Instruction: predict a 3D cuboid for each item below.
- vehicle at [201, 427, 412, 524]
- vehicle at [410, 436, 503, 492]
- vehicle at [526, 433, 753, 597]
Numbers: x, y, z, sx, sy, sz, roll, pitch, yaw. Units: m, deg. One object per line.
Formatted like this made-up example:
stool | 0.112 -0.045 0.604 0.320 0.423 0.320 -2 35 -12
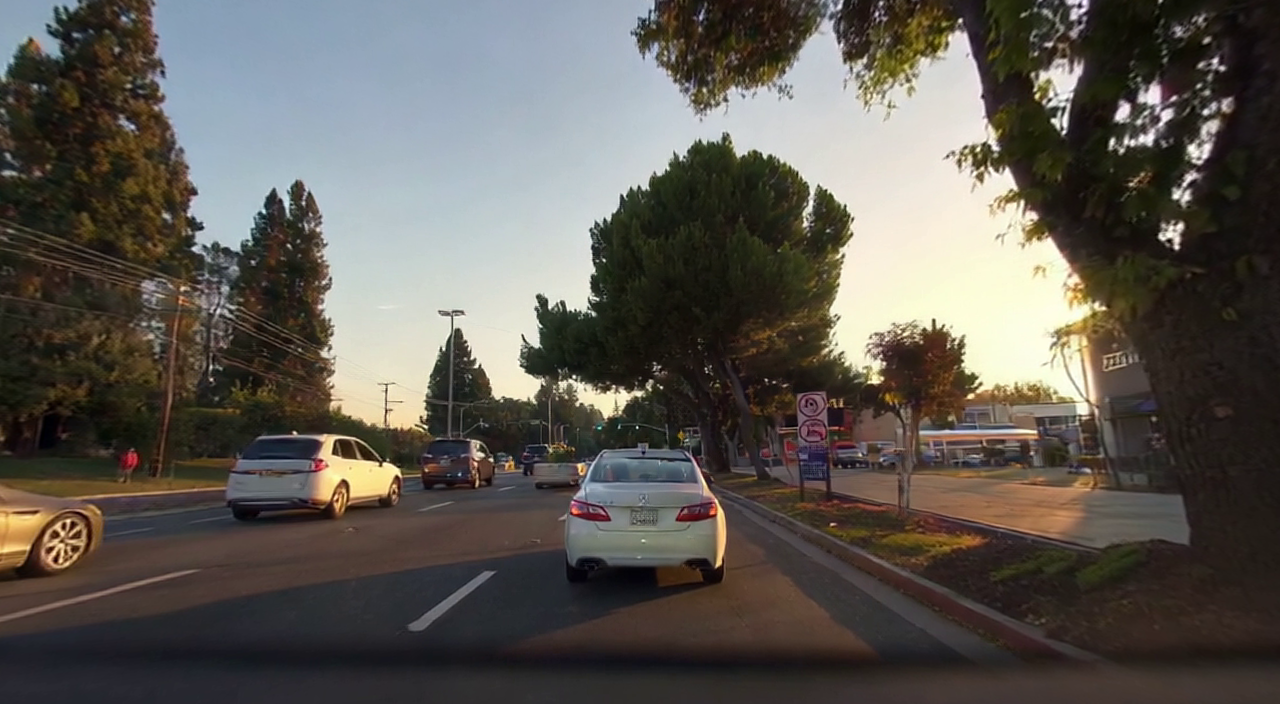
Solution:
vehicle | -6.979 2.618 13.915 2.032 1.767 4.549 0 -9 2
vehicle | -6.849 4.224 24.125 2.130 1.900 4.470 0 -9 1
vehicle | 0.033 1.812 7.876 2.091 1.494 3.962 0 -9 1
